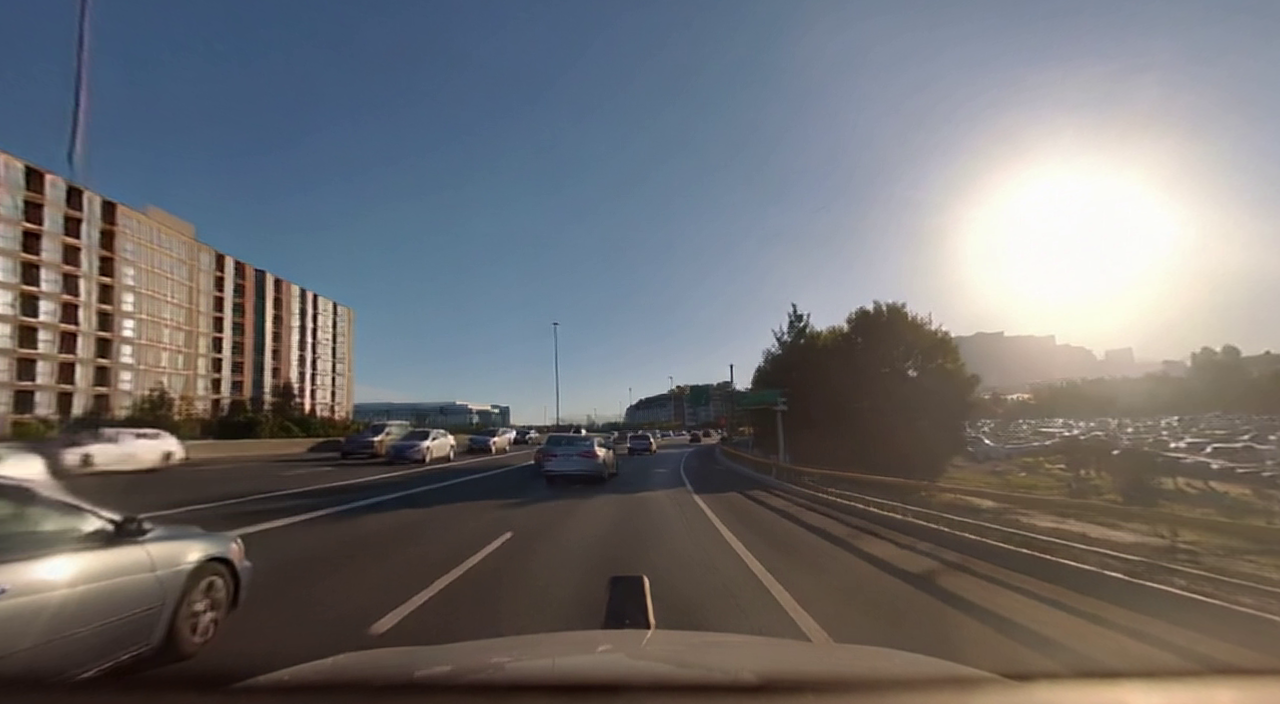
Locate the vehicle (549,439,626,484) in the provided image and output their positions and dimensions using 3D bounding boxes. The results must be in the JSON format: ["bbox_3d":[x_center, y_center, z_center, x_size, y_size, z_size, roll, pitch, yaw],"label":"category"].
[{"bbox_3d":[-1.825,4.014,23.422,2.035,1.460,4.497,-1,-9,6],"label":"vehicle"}]

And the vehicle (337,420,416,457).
[{"bbox_3d":[-13.737,4.600,33.235,2.040,1.803,4.496,-1,-8,3],"label":"vehicle"}]

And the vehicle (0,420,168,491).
[{"bbox_3d":[-14.370,2.517,15.577,1.862,1.493,4.393,-1,-8,2],"label":"vehicle"}]

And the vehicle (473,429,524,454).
[{"bbox_3d":[-9.280,5.931,41.854,1.943,1.536,4.656,-1,-8,5],"label":"vehicle"}]

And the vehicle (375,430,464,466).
[{"bbox_3d":[-9.827,4.336,28.570,2.097,1.484,4.621,-1,-8,4],"label":"vehicle"}]
